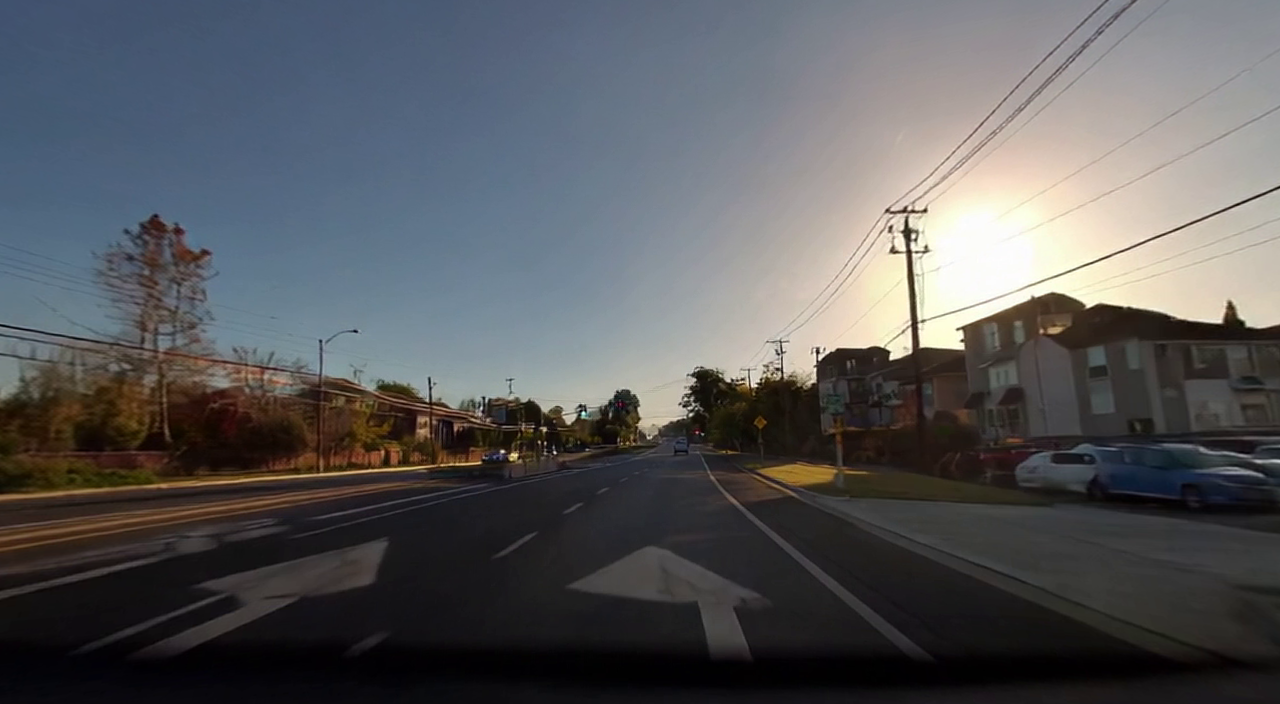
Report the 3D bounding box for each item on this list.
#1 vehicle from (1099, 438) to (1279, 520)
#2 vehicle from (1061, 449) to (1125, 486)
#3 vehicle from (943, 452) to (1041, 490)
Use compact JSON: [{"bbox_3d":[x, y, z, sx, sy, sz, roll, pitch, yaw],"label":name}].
[{"bbox_3d":[15.093,3.302,16.493,4.793,1.937,1.996,-6,-13,34],"label":"vehicle"},{"bbox_3d":[20.157,5.113,28.202,1.667,1.467,3.821,-4,-10,27],"label":"vehicle"},{"bbox_3d":[16.670,5.648,30.167,1.832,1.413,4.505,-6,-8,-4],"label":"vehicle"}]
